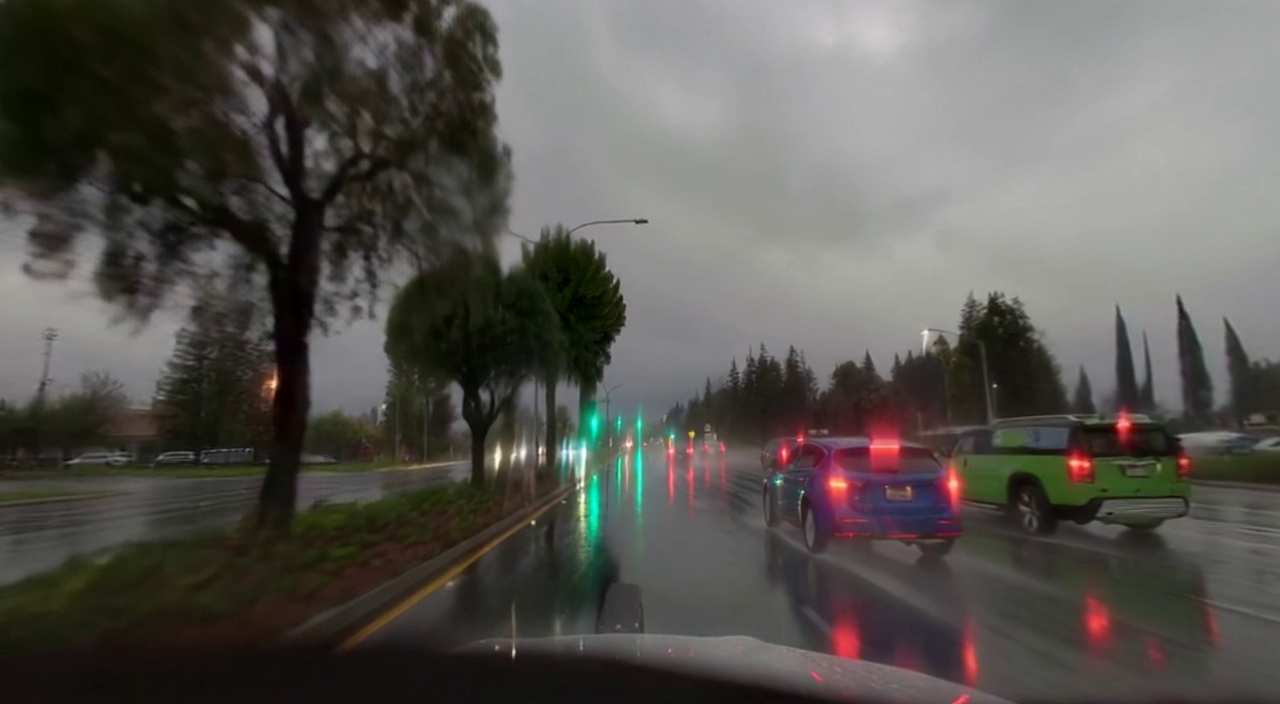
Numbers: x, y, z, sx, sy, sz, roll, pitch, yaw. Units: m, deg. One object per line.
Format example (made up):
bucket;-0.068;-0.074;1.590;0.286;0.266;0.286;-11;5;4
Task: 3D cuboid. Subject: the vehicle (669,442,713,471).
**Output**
vehicle;2.705;5.710;34.526;1.980;1.484;4.093;0;-8;-1

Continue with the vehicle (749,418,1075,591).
vehicle;2.899;1.739;8.238;1.932;1.547;4.992;0;-8;-2

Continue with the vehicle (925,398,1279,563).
vehicle;6.424;1.756;9.331;2.153;1.811;4.595;0;-8;-1
